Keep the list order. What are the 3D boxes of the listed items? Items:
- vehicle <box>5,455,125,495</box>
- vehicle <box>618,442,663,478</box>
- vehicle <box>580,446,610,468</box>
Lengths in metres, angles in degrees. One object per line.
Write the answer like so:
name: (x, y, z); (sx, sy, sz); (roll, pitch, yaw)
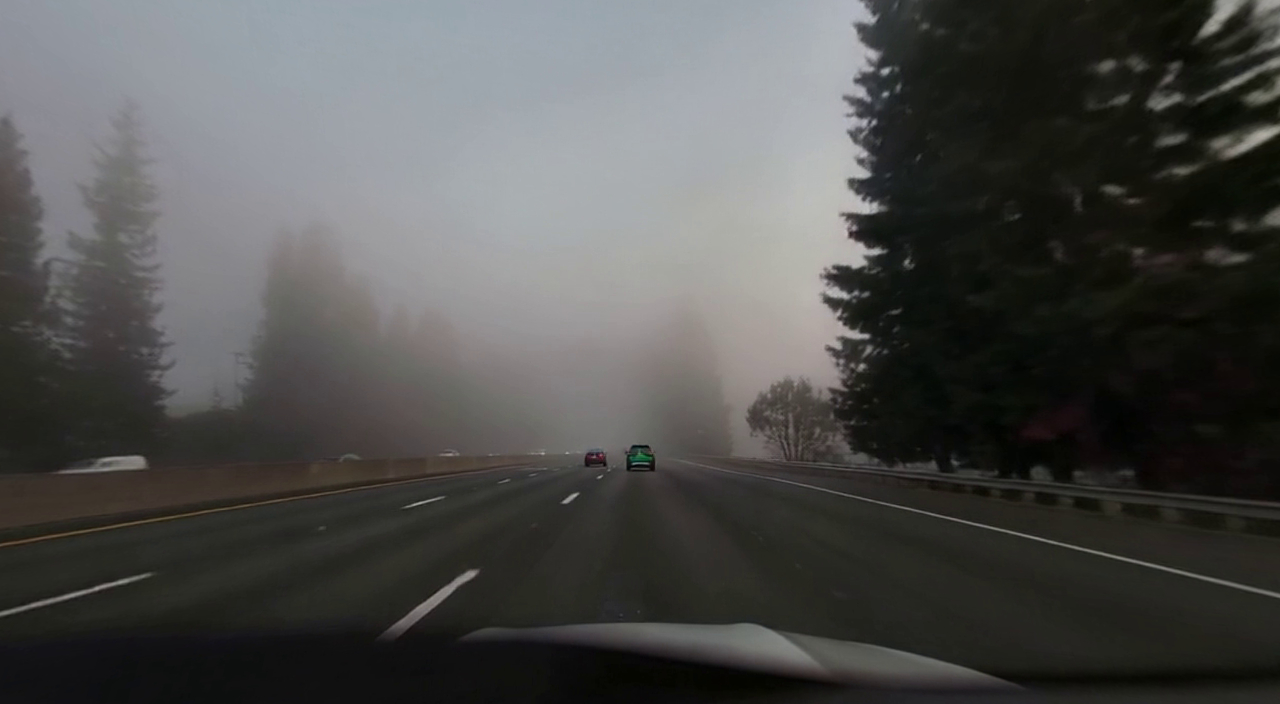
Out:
vehicle: (-31.161, 6.632, 34.329); (2.041, 1.960, 4.718); (0, -9, -1)
vehicle: (-0.004, 5.853, 34.476); (2.302, 1.810, 4.707); (0, -8, -1)
vehicle: (-3.487, 8.205, 49.364); (2.049, 1.659, 4.183); (0, -9, 0)
